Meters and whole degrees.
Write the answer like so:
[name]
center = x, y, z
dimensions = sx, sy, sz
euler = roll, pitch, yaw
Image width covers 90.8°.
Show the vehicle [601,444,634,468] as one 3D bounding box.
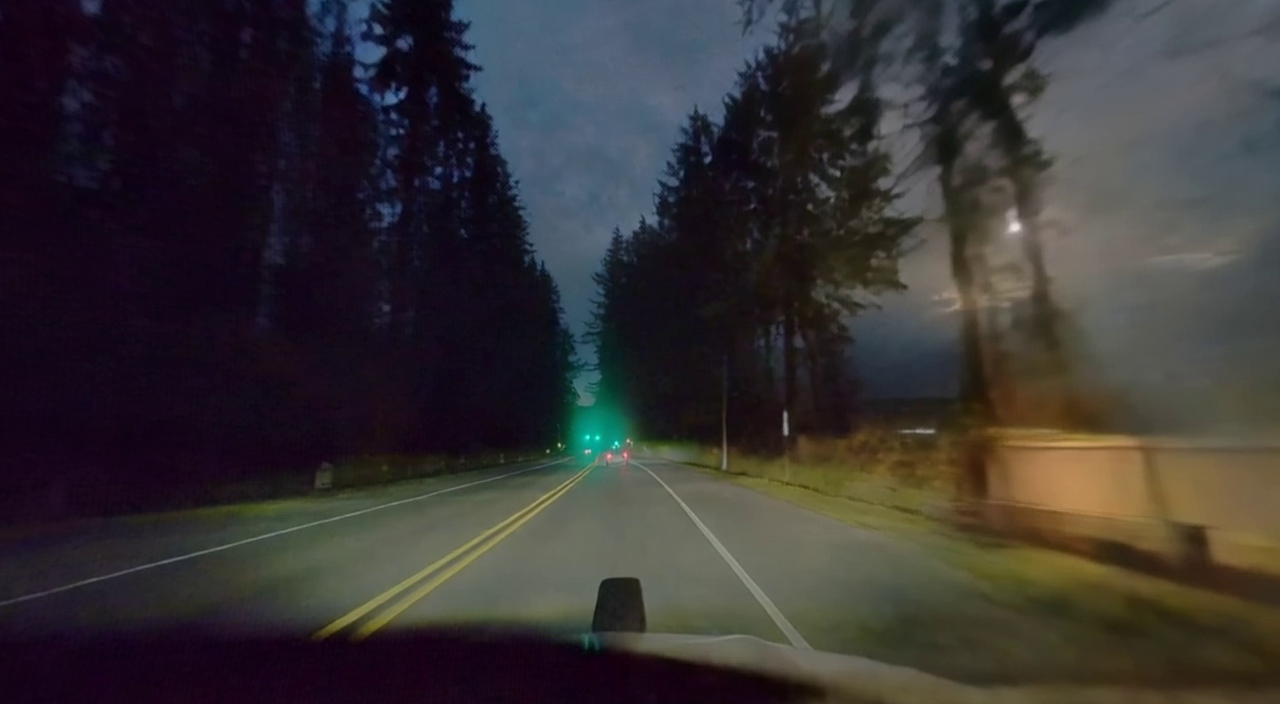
[vehicle]
center = -1.491, 6.881, 41.836
dimensions = 2.042, 1.489, 3.963
euler = 0, -8, -2
